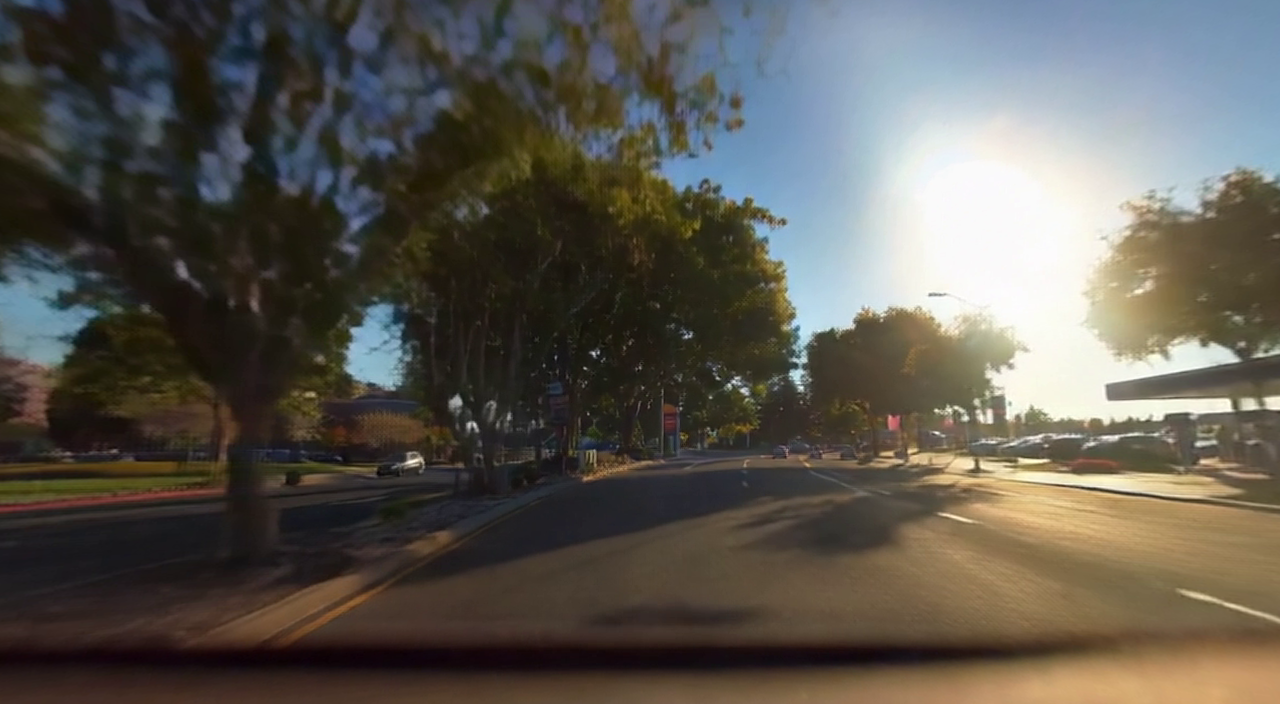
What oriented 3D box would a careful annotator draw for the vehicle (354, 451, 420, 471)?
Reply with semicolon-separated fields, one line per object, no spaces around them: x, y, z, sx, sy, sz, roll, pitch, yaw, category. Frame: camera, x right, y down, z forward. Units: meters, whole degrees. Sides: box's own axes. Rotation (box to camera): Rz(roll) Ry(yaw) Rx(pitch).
-19.942;8.562;49.781;4.520;1.439;1.919;-2;-9;14;vehicle

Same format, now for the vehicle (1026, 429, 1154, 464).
24.175;5.140;34.286;2.239;1.742;5.364;2;-9;-14;vehicle

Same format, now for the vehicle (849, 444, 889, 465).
17.441;7.799;48.273;2.099;1.464;4.615;-2;-9;10;vehicle

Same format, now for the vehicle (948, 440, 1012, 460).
26.244;7.567;48.913;1.843;1.455;4.558;2;-9;-11;vehicle
